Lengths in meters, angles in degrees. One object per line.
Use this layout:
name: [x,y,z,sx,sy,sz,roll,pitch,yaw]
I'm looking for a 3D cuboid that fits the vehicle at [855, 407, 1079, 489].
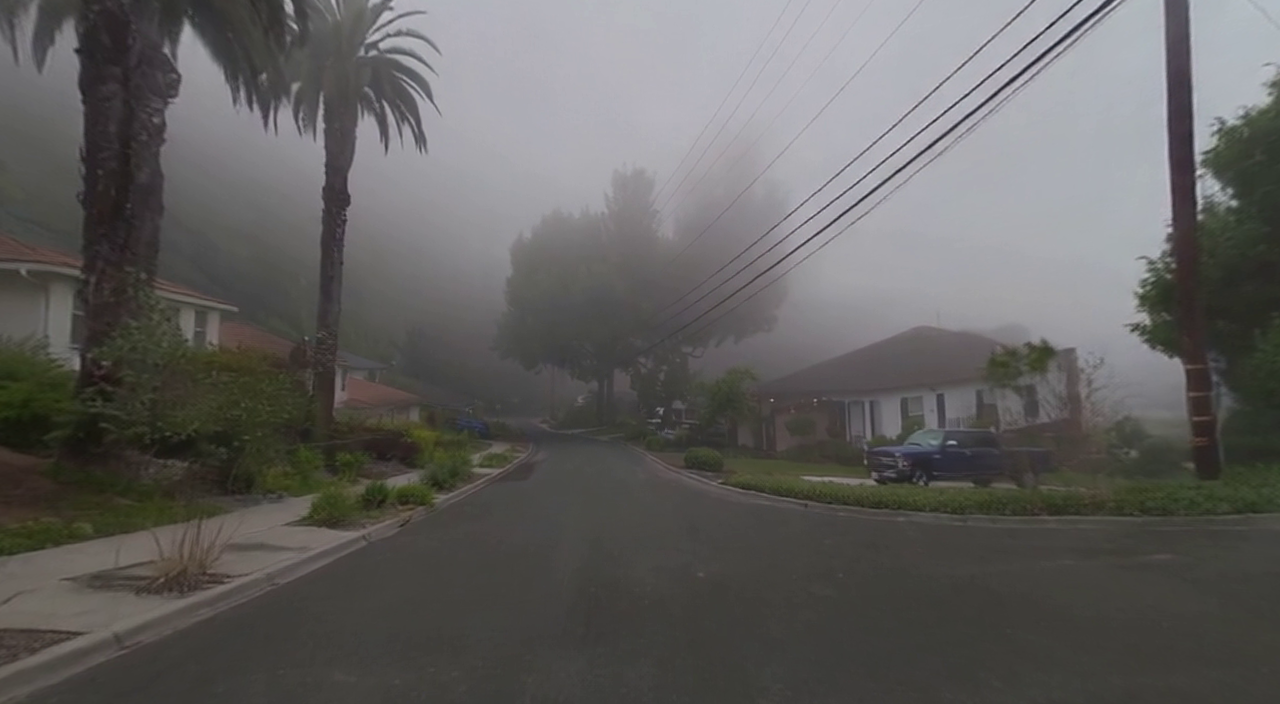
vehicle: [8.797,2.644,16.936,5.663,1.913,2.170,5,-10,-23]
